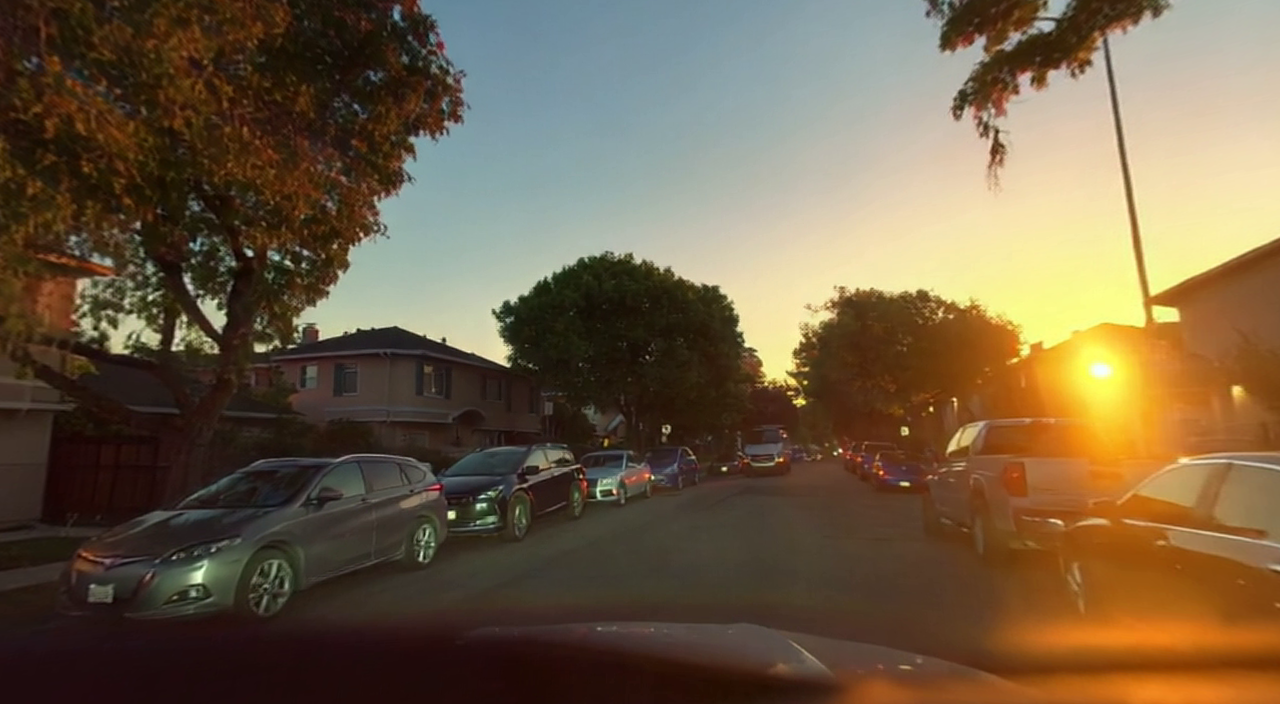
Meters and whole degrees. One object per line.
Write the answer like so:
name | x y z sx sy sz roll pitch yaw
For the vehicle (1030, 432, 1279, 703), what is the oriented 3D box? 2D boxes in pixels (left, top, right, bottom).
vehicle | 4.105 1.180 3.422 1.992 1.456 4.610 -2 -9 14

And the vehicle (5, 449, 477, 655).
vehicle | -3.784 1.875 7.187 1.855 1.510 4.406 -2 -9 13

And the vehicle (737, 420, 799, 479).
vehicle | 7.209 5.358 34.839 2.716 2.887 6.781 -2 -9 16

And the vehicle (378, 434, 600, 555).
vehicle | -2.549 2.557 12.322 2.203 1.815 4.972 -2 -9 12

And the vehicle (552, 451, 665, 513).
vehicle | -0.740 3.648 18.310 1.861 1.474 4.749 -2 -9 15
